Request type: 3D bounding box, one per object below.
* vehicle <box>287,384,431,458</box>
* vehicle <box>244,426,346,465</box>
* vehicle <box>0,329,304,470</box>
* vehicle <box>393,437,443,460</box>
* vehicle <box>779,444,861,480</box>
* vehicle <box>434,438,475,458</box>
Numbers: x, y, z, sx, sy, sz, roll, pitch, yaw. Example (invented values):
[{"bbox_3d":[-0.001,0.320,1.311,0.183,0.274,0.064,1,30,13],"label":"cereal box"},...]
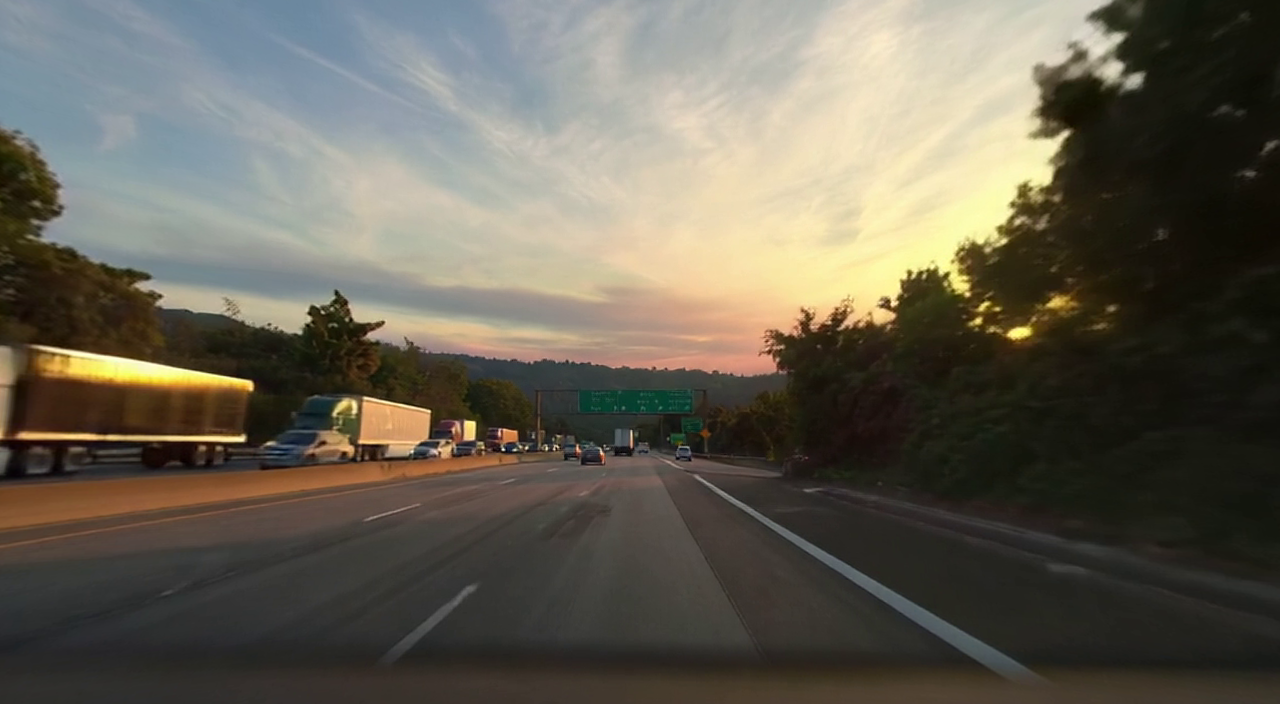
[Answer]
[{"bbox_3d":[-18.641,5.226,43.795,2.838,3.993,15.405,3,-10,0],"label":"vehicle"},{"bbox_3d":[-14.432,3.974,26.642,1.915,1.479,4.154,0,-9,0],"label":"vehicle"},{"bbox_3d":[-18.573,2.403,24.809,2.787,3.985,14.192,0,-9,0],"label":"vehicle"},{"bbox_3d":[-14.217,6.221,40.579,1.873,1.432,3.960,0,-9,-1],"label":"vehicle"},{"bbox_3d":[9.551,5.877,33.810,2.080,1.725,4.252,5,-10,-20],"label":"vehicle"},{"bbox_3d":[-14.590,7.587,49.869,1.935,1.462,4.396,0,-9,-1],"label":"vehicle"}]
